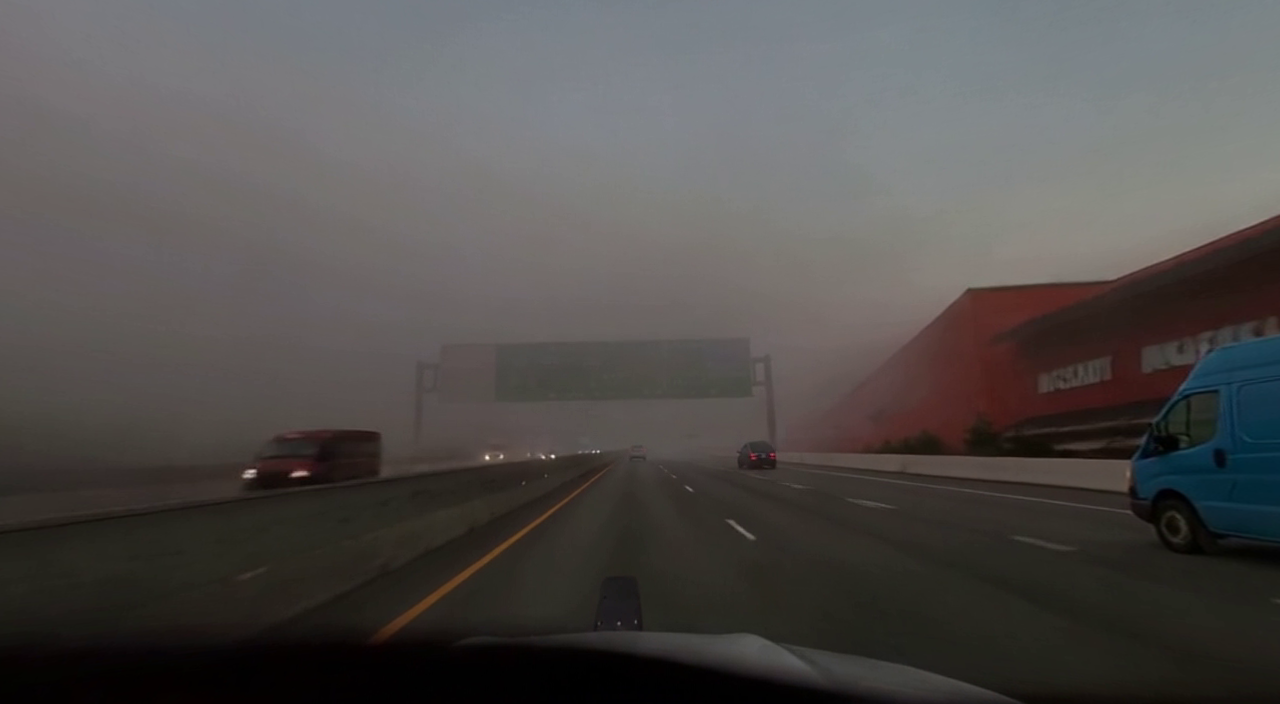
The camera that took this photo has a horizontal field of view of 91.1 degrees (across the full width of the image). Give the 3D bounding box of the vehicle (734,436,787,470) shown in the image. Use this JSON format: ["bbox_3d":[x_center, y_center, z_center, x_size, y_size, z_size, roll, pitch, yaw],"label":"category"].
[{"bbox_3d":[7.288,6.159,38.492,2.156,1.943,5.010,0,-9,-1],"label":"vehicle"}]

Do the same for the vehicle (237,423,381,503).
[{"bbox_3d":[-12.217,4.130,23.849,2.195,2.631,5.906,0,-9,0],"label":"vehicle"}]

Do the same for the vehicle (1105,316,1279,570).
[{"bbox_3d":[7.861,0.835,5.847,2.283,2.631,6.053,0,-9,-1],"label":"vehicle"}]
